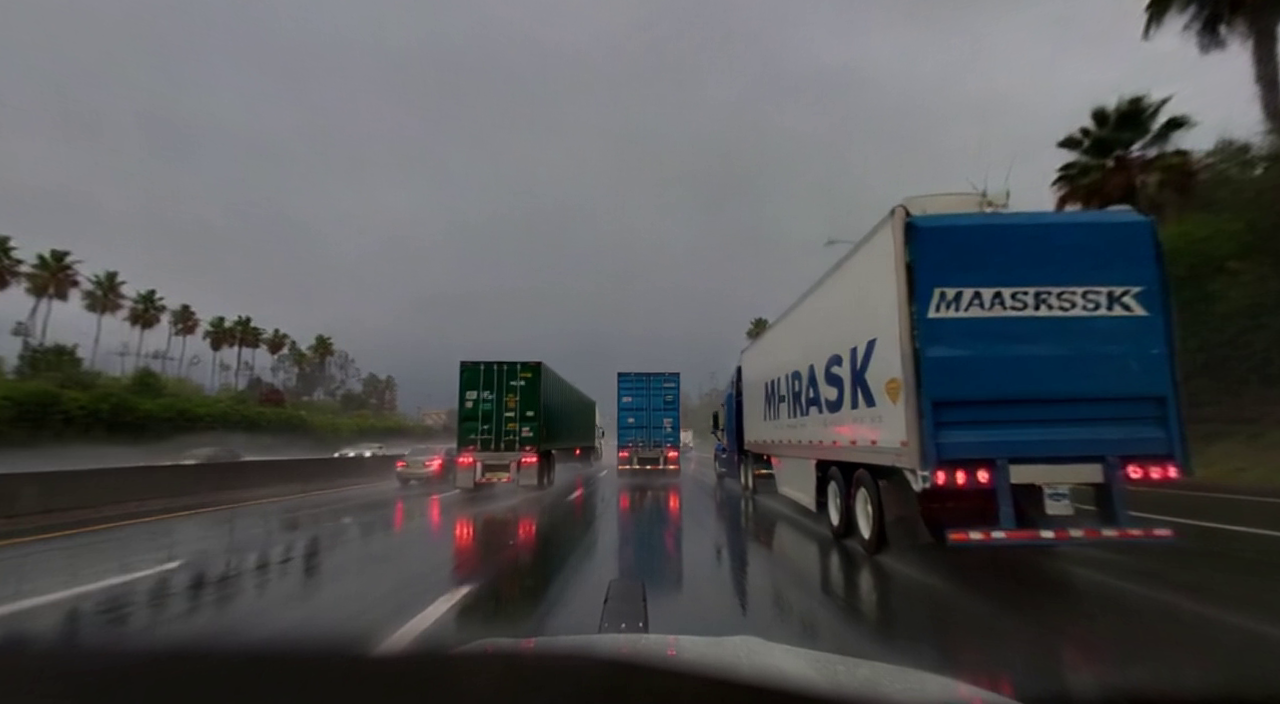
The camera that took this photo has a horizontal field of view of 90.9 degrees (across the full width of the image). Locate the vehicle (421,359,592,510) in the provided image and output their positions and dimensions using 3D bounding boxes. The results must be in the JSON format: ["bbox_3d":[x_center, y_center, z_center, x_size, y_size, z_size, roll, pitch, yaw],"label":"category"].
[{"bbox_3d":[-3.278,2.548,19.141,2.786,3.228,11.082,0,-8,0],"label":"vehicle"}]

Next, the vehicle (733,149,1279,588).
[{"bbox_3d":[4.430,1.097,13.170,2.887,4.178,14.553,0,-8,0],"label":"vehicle"}]

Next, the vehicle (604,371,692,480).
[{"bbox_3d":[0.352,3.948,31.560,3.097,3.856,18.209,0,-9,0],"label":"vehicle"}]
